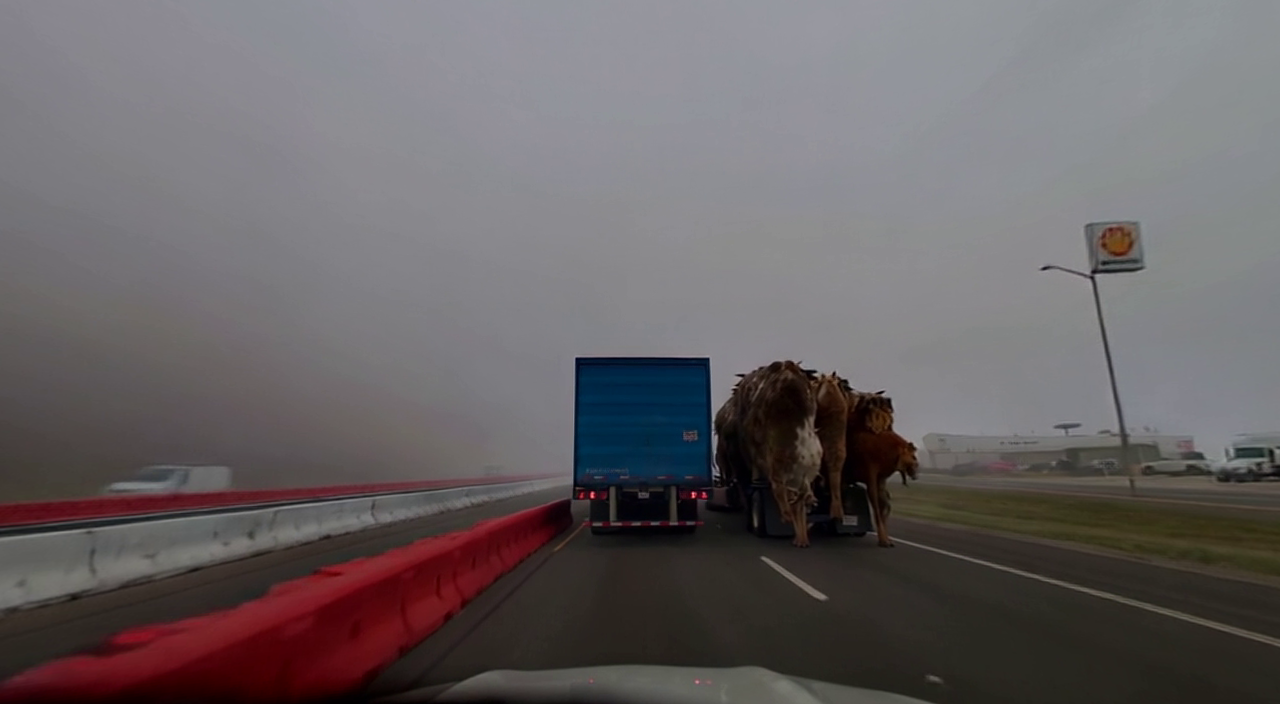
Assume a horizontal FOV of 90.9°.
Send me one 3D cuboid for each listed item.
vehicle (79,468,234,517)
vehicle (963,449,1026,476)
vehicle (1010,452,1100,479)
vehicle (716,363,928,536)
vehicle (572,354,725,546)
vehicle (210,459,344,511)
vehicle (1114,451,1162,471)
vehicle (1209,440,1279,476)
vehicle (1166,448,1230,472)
[{"bbox_3d":[-16.744,4.862,22.182,1.892,1.507,4.458,1,-10,-1],"label":"vehicle"},{"bbox_3d":[24.739,7.762,44.124,1.919,1.722,4.024,1,-10,-2],"label":"vehicle"},{"bbox_3d":[24.602,6.747,37.527,1.762,1.470,4.485,3,-11,-10],"label":"vehicle"},{"bbox_3d":[4.427,2.901,18.151,2.936,3.640,9.443,1,-10,-2],"label":"vehicle"},{"bbox_3d":[0.068,2.466,15.335,2.618,3.306,8.676,1,-10,-1],"label":"vehicle"},{"bbox_3d":[-12.111,4.456,21.428,1.891,1.537,4.321,1,-10,1],"label":"vehicle"},{"bbox_3d":[38.412,8.451,48.585,3.565,1.448,1.866,8,-13,-36],"label":"vehicle"},{"bbox_3d":[31.199,5.289,31.225,1.843,1.655,4.401,1,-10,0],"label":"vehicle"},{"bbox_3d":[36.864,7.170,41.601,4.315,1.469,1.823,7,-12,-31],"label":"vehicle"}]
